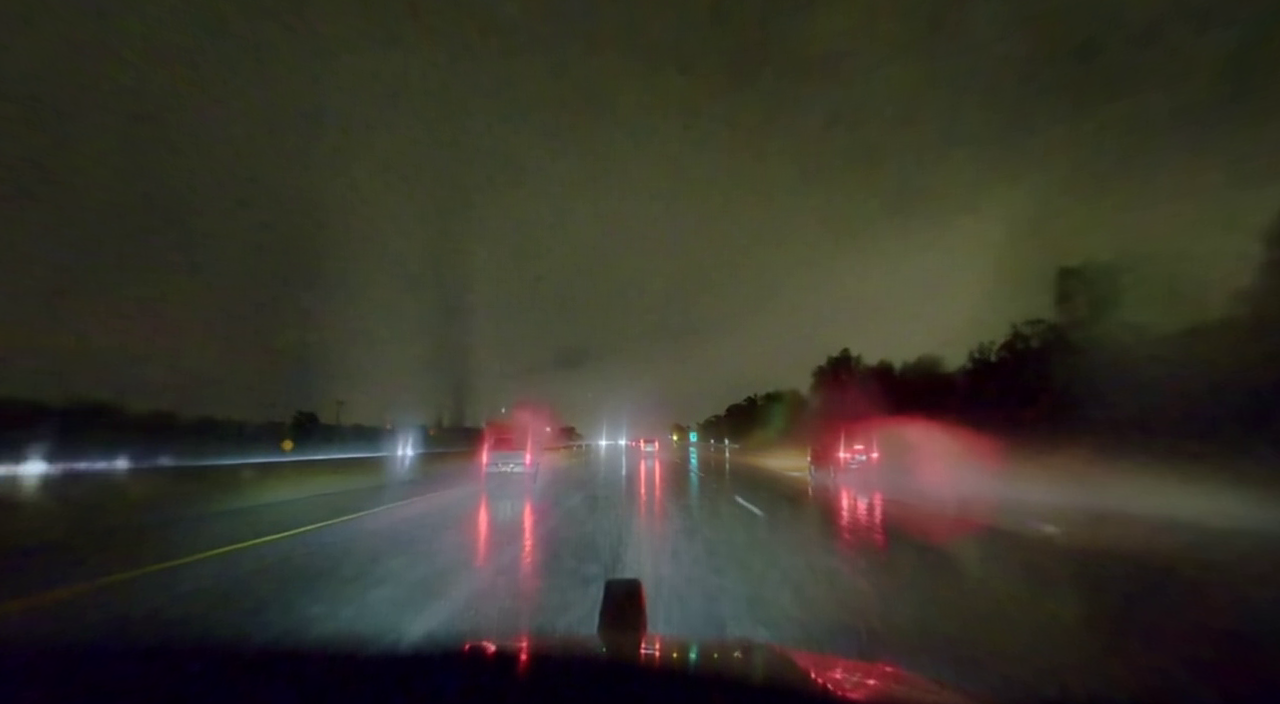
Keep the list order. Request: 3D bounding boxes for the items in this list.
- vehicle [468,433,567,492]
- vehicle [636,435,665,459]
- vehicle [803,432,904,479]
[{"bbox_3d":[-3.539,3.280,19.049,2.050,1.546,4.344,-1,-8,1],"label":"vehicle"},{"bbox_3d":[0.758,7.090,46.966,2.063,1.698,4.355,0,-8,0],"label":"vehicle"},{"bbox_3d":[7.544,3.698,22.756,1.870,1.493,5.015,0,-8,0],"label":"vehicle"}]
